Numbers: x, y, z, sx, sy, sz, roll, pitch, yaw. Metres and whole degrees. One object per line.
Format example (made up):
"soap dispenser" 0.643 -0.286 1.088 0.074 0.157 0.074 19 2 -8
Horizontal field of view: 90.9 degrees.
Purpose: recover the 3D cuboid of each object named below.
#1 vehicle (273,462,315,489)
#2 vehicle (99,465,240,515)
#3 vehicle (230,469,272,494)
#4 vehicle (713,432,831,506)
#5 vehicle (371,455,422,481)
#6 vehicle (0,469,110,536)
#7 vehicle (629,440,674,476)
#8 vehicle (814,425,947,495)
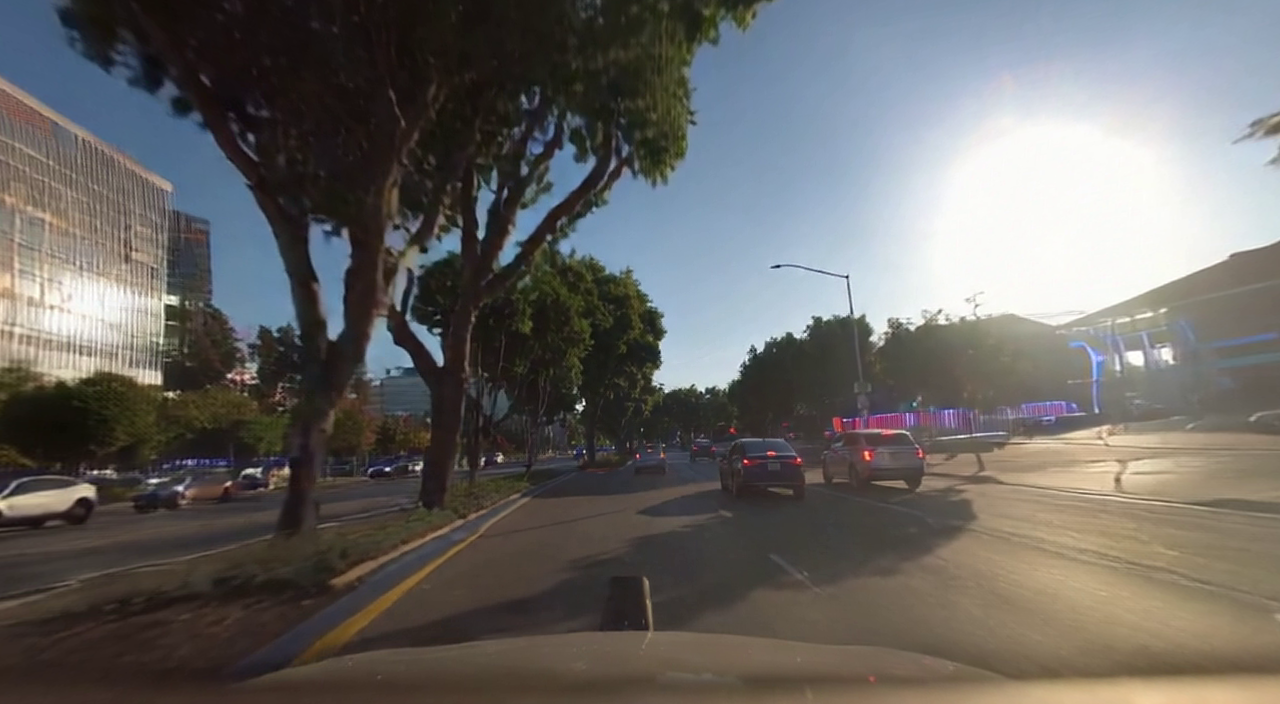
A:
"vehicle" -24.706 8.793 45.136 2.076 1.688 4.635 3 -9 -22
"vehicle" -18.577 5.423 25.233 1.956 1.647 4.643 0 -8 1
"vehicle" -27.513 9.146 44.679 1.989 1.476 4.088 4 -9 -25
"vehicle" 3.180 2.911 16.215 1.931 1.591 4.708 0 -8 -1
"vehicle" -18.123 8.650 47.183 1.954 1.779 4.635 0 -8 0
"vehicle" -18.707 4.433 18.737 2.049 1.678 4.376 0 -8 0
"vehicle" 0.509 5.249 31.455 2.125 1.669 3.880 0 -8 -1
"vehicle" 6.815 3.103 18.512 1.963 1.783 4.722 0 -8 -1
